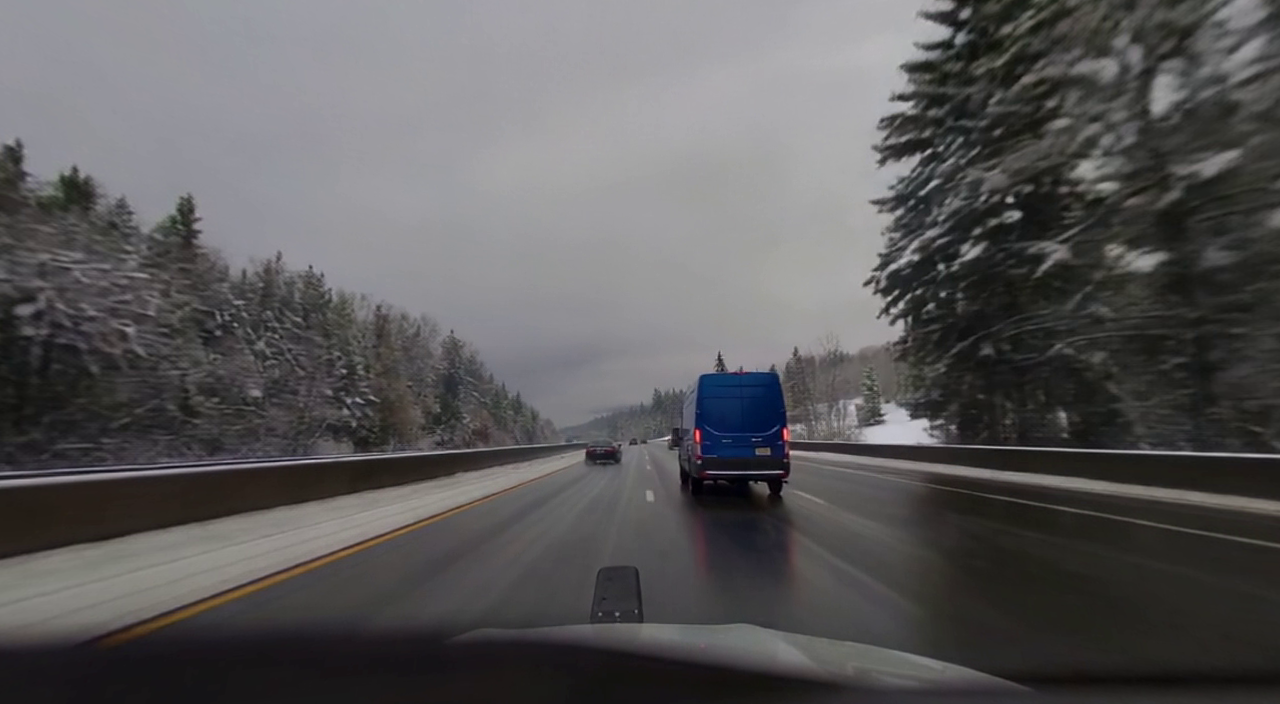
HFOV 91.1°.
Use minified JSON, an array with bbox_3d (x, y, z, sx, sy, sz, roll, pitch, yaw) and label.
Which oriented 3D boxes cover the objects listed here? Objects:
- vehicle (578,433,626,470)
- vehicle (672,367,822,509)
[{"bbox_3d":[-1.627,4.454,28.352,1.900,1.524,4.324,0,-8,0],"label":"vehicle"},{"bbox_3d":[2.128,2.053,15.164,2.416,2.595,7.243,0,-8,1],"label":"vehicle"}]
